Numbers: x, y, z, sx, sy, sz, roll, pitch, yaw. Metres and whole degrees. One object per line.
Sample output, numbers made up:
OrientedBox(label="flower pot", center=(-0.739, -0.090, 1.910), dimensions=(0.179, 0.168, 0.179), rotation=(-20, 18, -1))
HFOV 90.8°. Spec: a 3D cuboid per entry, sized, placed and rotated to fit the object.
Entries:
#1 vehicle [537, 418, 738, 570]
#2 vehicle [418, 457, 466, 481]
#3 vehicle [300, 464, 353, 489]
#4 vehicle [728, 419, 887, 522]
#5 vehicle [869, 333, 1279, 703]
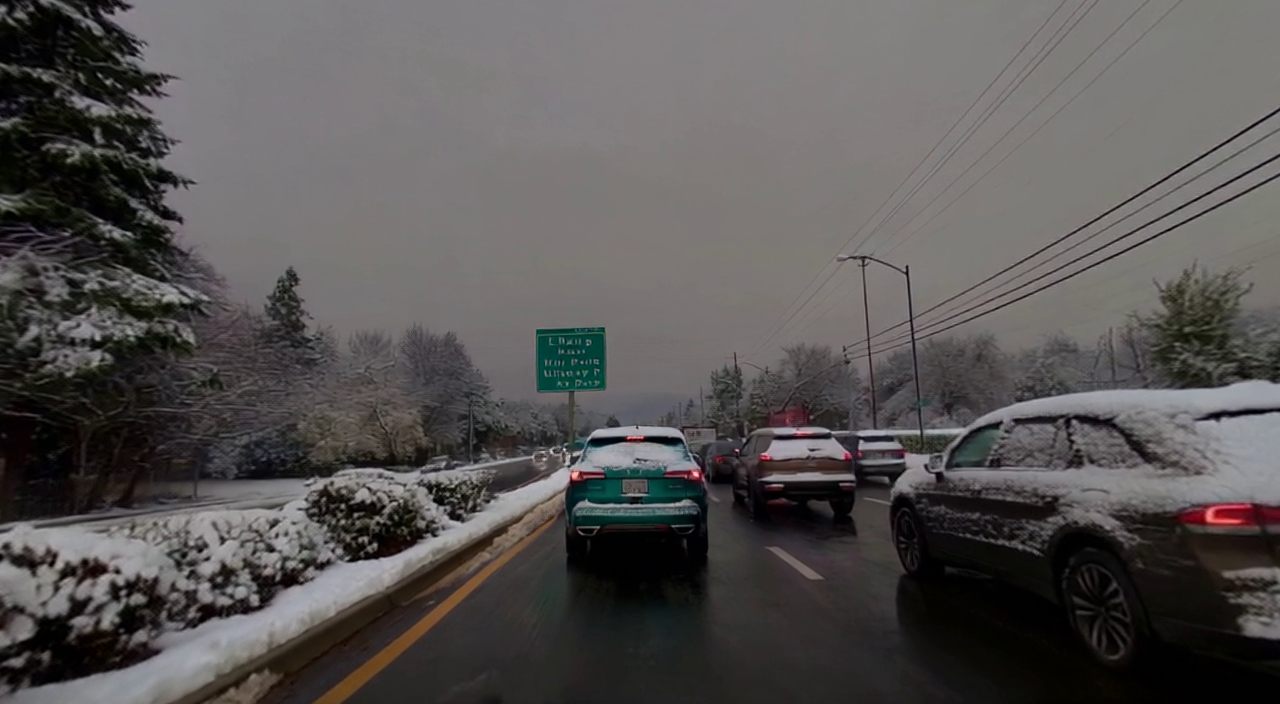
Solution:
OrientedBox(label="vehicle", center=(-0.058, 1.869, 9.101), dimensions=(2.199, 1.641, 4.232), rotation=(0, -8, -1))
OrientedBox(label="vehicle", center=(-13.803, 8.186, 44.387), dimensions=(1.960, 1.491, 4.700), rotation=(0, -8, -1))
OrientedBox(label="vehicle", center=(-22.835, 9.067, 46.144), dimensions=(1.847, 1.554, 3.926), rotation=(0, -8, -1))
OrientedBox(label="vehicle", center=(3.318, 2.453, 13.621), dimensions=(2.097, 1.818, 4.625), rotation=(0, -8, -1))
OrientedBox(label="vehicle", center=(3.520, 1.073, 4.697), dimensions=(2.001, 1.707, 4.250), rotation=(0, -8, 0))
